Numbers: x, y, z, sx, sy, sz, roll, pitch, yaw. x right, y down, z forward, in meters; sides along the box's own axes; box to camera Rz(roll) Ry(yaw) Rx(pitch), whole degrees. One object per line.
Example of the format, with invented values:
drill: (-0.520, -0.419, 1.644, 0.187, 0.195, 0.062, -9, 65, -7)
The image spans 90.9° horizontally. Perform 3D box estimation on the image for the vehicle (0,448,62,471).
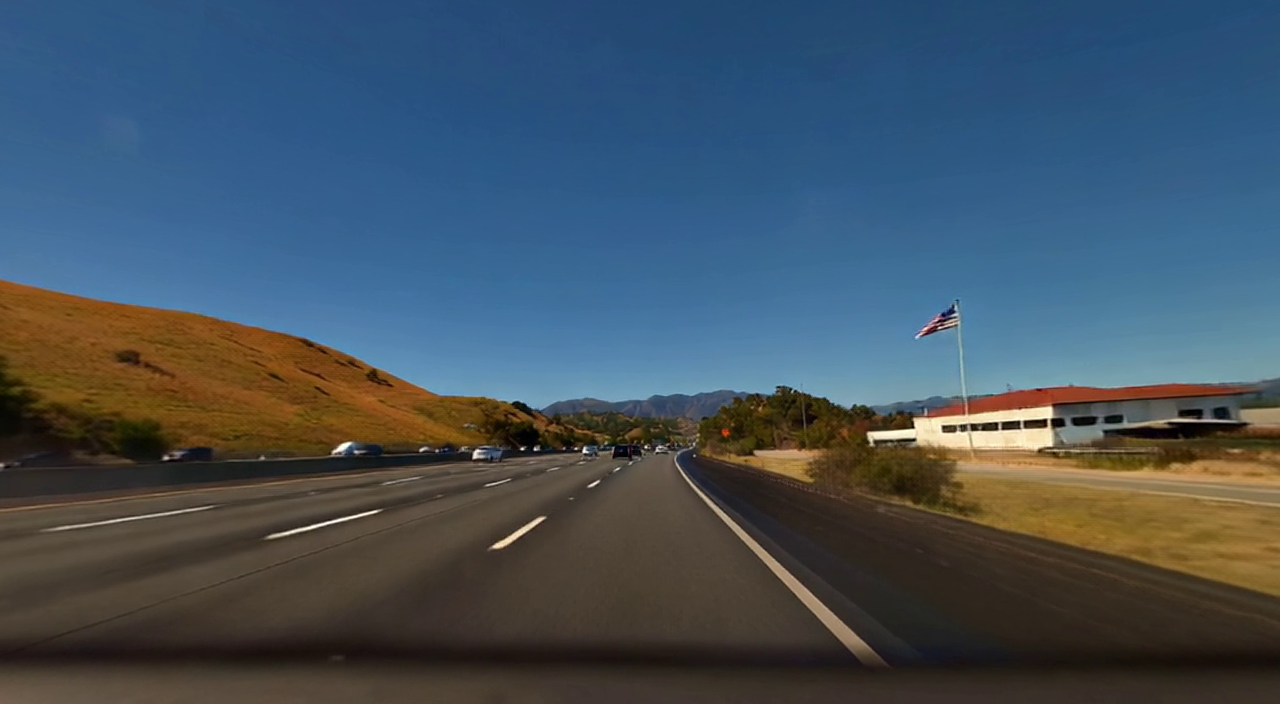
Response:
vehicle: (-45.096, 7.770, 45.774, 1.761, 1.520, 4.689, -1, -8, 1)

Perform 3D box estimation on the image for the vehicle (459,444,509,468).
vehicle: (-10.021, 6.703, 40.831, 1.927, 1.454, 4.395, -1, -8, 3)
